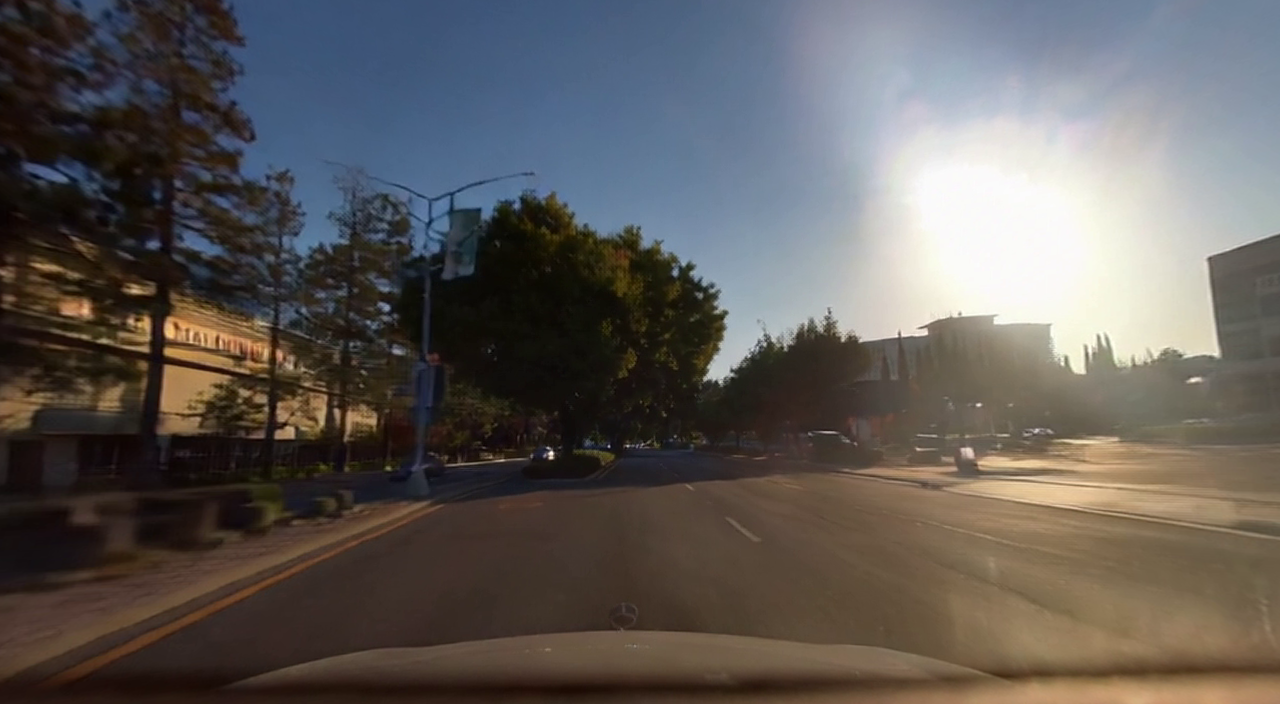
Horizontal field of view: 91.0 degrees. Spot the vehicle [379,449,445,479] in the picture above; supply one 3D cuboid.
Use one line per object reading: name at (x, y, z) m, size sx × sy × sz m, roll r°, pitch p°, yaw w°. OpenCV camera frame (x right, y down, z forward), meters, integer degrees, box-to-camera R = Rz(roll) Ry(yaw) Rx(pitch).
vehicle at (-12.269, 6.026, 34.147) m, size 1.921 × 1.490 × 4.242 m, roll 0°, pitch -9°, yaw 0°
